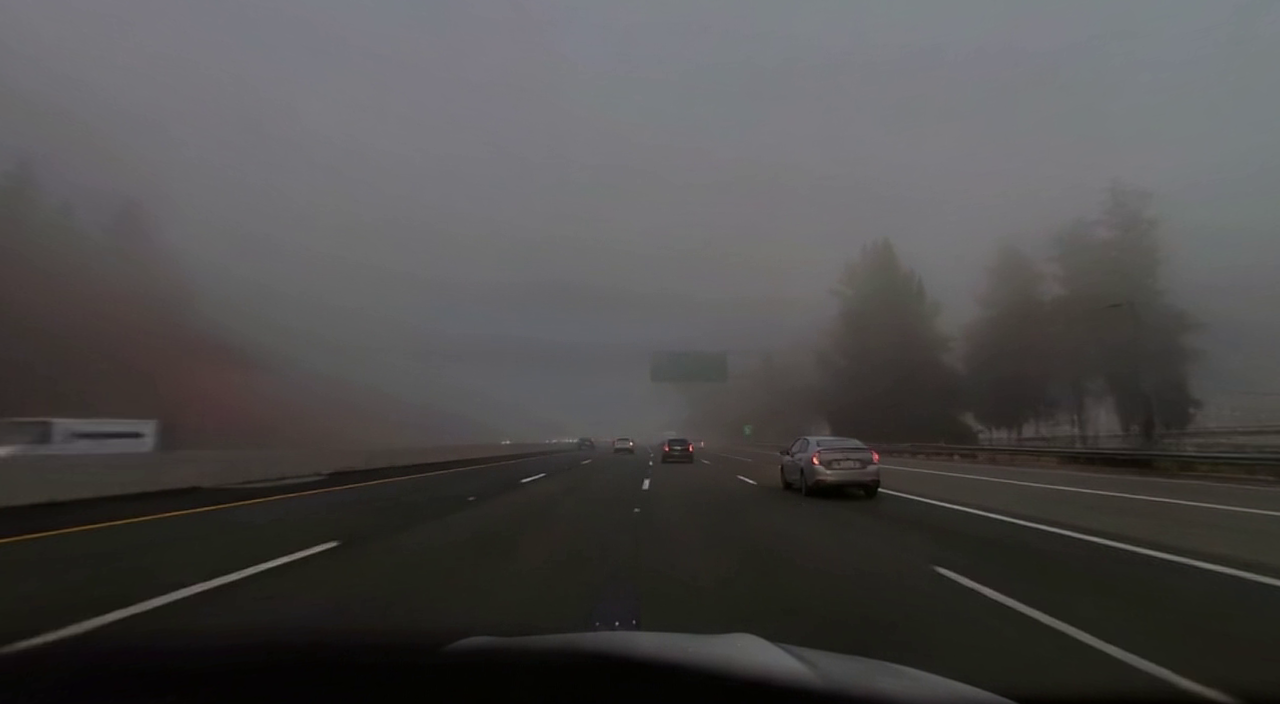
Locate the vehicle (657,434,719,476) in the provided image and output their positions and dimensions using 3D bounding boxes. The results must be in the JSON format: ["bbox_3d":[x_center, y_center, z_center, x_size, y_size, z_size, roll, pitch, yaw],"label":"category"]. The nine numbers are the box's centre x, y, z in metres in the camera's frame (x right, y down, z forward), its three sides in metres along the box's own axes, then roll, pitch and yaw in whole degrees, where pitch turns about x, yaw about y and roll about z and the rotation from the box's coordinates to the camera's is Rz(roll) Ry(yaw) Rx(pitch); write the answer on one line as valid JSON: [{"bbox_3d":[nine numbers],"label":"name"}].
[{"bbox_3d":[1.980,4.433,27.626,2.240,1.646,4.949,0,-8,-1],"label":"vehicle"}]

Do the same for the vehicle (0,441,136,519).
[{"bbox_3d":[-13.731,2.740,13.854,1.858,1.511,4.027,0,-8,2],"label":"vehicle"}]

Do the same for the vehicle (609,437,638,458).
[{"bbox_3d":[-1.230,7.460,49.462,2.103,1.512,4.155,0,-8,1],"label":"vehicle"}]

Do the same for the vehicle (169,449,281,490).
[{"bbox_3d":[-16.677,4.703,25.575,1.765,1.403,3.925,0,-8,2],"label":"vehicle"}]
